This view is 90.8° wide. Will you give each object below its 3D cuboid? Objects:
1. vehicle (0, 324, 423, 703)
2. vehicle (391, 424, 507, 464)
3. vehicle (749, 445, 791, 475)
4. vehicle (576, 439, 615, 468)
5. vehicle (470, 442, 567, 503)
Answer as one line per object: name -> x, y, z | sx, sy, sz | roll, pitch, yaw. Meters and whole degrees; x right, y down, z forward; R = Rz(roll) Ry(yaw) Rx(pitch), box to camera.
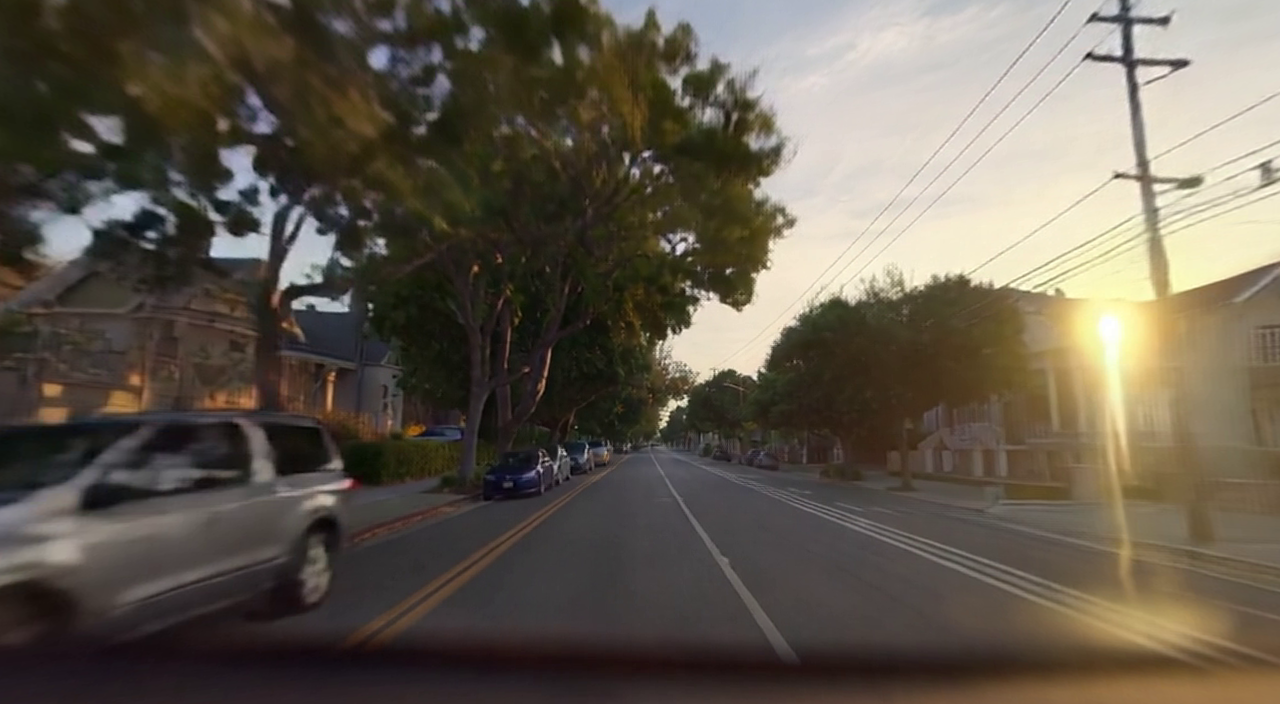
vehicle -> -3.726, 1.121, 4.559 | 2.189, 1.887, 5.616 | 0, -8, 1
vehicle -> -11.650, 5.658, 38.907 | 6.180, 2.011, 2.493 | 3, -8, 1
vehicle -> 9.817, 8.202, 48.102 | 2.156, 1.882, 4.790 | 7, -8, 2
vehicle -> -3.120, 7.263, 45.510 | 2.290, 1.924, 5.536 | -1, -9, 1
vehicle -> -3.505, 3.564, 19.174 | 1.917, 1.516, 4.898 | -2, -9, 1
